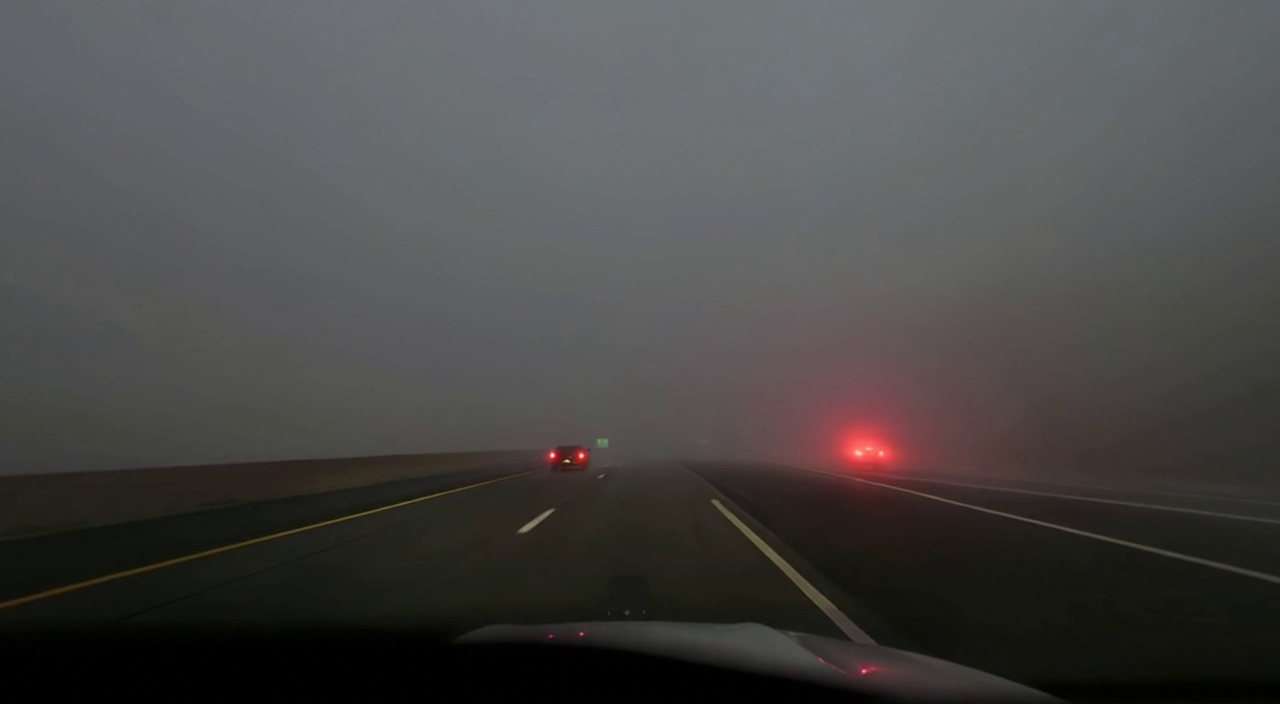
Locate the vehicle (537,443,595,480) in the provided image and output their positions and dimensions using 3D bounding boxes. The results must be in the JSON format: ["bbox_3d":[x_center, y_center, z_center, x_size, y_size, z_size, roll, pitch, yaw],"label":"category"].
[{"bbox_3d":[-3.177,4.822,27.940,1.968,1.504,3.892,0,-8,2],"label":"vehicle"}]
